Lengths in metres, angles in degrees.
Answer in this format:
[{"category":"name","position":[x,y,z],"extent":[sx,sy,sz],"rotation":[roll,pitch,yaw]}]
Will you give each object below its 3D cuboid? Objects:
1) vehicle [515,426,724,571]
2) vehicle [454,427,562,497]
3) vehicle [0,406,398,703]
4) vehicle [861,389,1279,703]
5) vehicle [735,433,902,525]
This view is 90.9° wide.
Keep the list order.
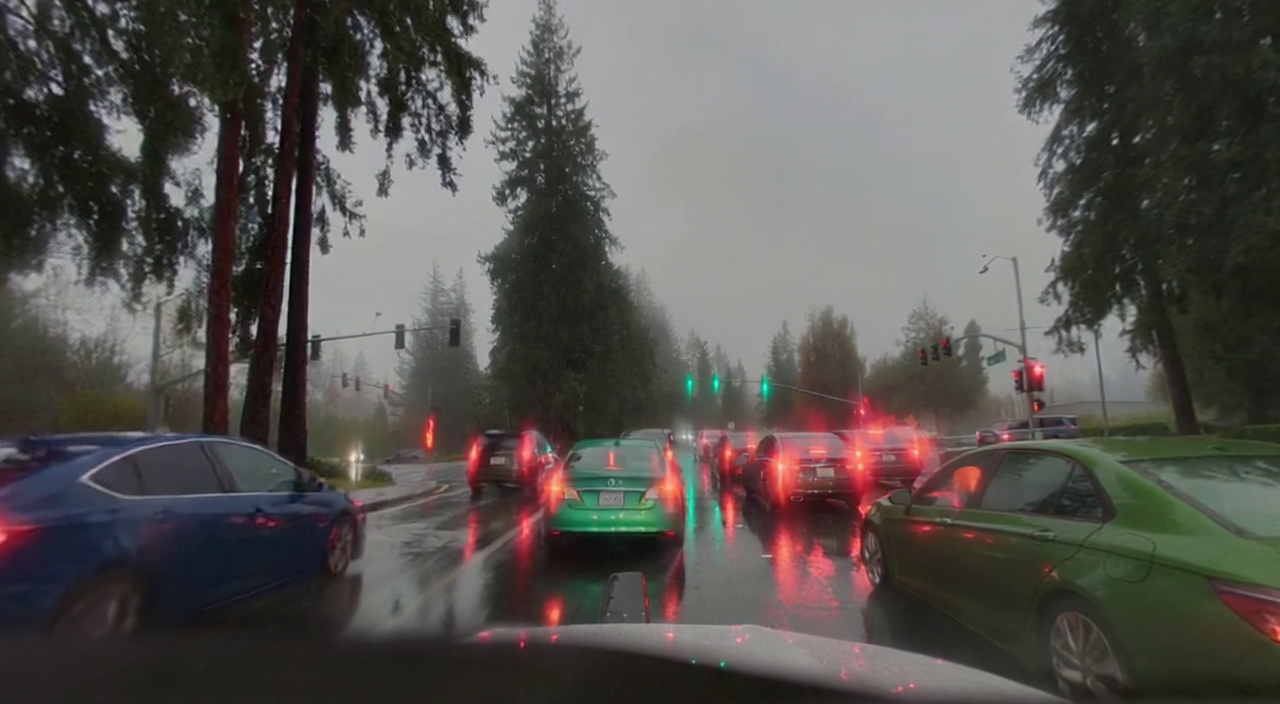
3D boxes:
[{"category":"vehicle","position":[-0.229,1.803,8.485],"extent":[2.147,1.479,3.803],"rotation":[0,-8,-1]},{"category":"vehicle","position":[-3.559,3.057,17.833],"extent":[1.961,1.714,4.268],"rotation":[-1,-8,2]},{"category":"vehicle","position":[-3.680,1.295,4.829],"extent":[1.935,1.482,4.433],"rotation":[0,-8,-1]},{"category":"vehicle","position":[3.144,1.150,4.049],"extent":[1.903,1.480,4.270],"rotation":[0,-8,0]},{"category":"vehicle","position":[3.193,2.335,12.321],"extent":[1.975,1.460,4.357],"rotation":[0,-8,0]}]
